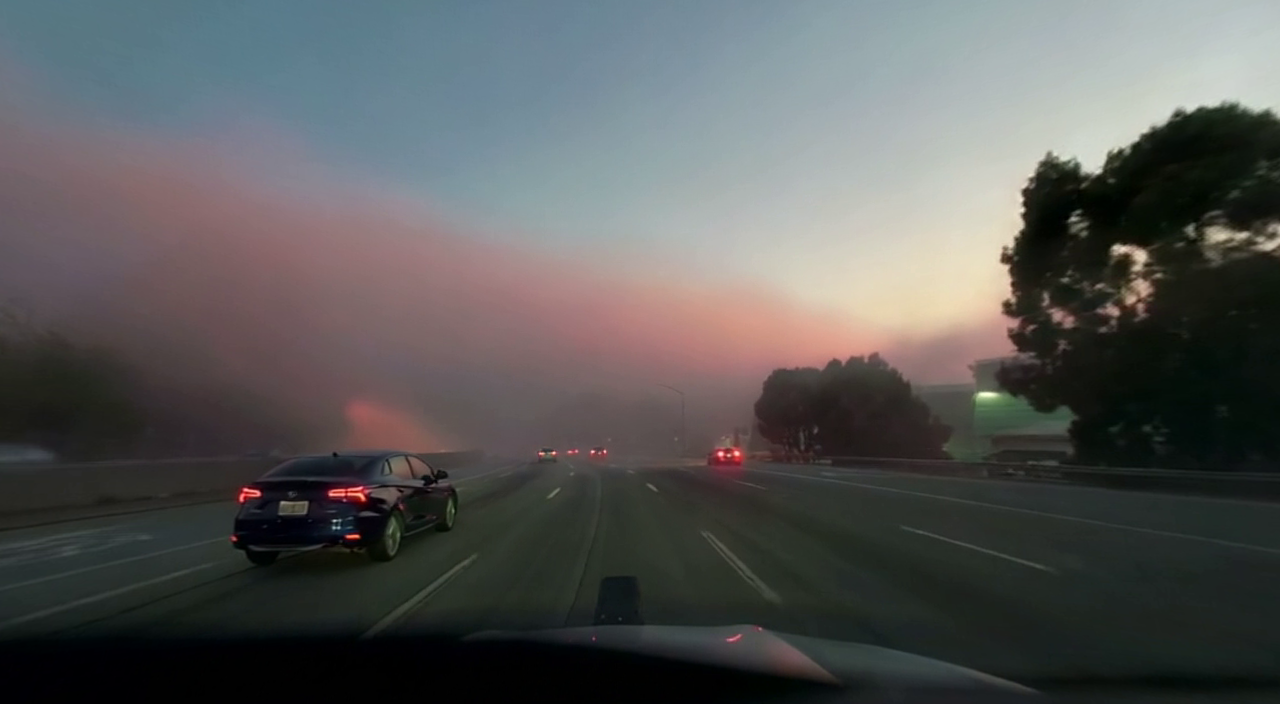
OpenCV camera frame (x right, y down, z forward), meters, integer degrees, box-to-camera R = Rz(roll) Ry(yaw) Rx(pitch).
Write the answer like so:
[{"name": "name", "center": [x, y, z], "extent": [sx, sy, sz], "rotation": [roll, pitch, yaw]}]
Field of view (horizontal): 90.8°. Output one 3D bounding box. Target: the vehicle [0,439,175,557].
[{"name": "vehicle", "center": [-9.413, 1.997, 8.872], "extent": [2.231, 1.520, 4.722], "rotation": [0, -8, -1]}]

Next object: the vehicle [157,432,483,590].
[{"name": "vehicle", "center": [-3.591, 1.837, 8.257], "extent": [2.018, 1.476, 4.364], "rotation": [0, -8, -1]}]
